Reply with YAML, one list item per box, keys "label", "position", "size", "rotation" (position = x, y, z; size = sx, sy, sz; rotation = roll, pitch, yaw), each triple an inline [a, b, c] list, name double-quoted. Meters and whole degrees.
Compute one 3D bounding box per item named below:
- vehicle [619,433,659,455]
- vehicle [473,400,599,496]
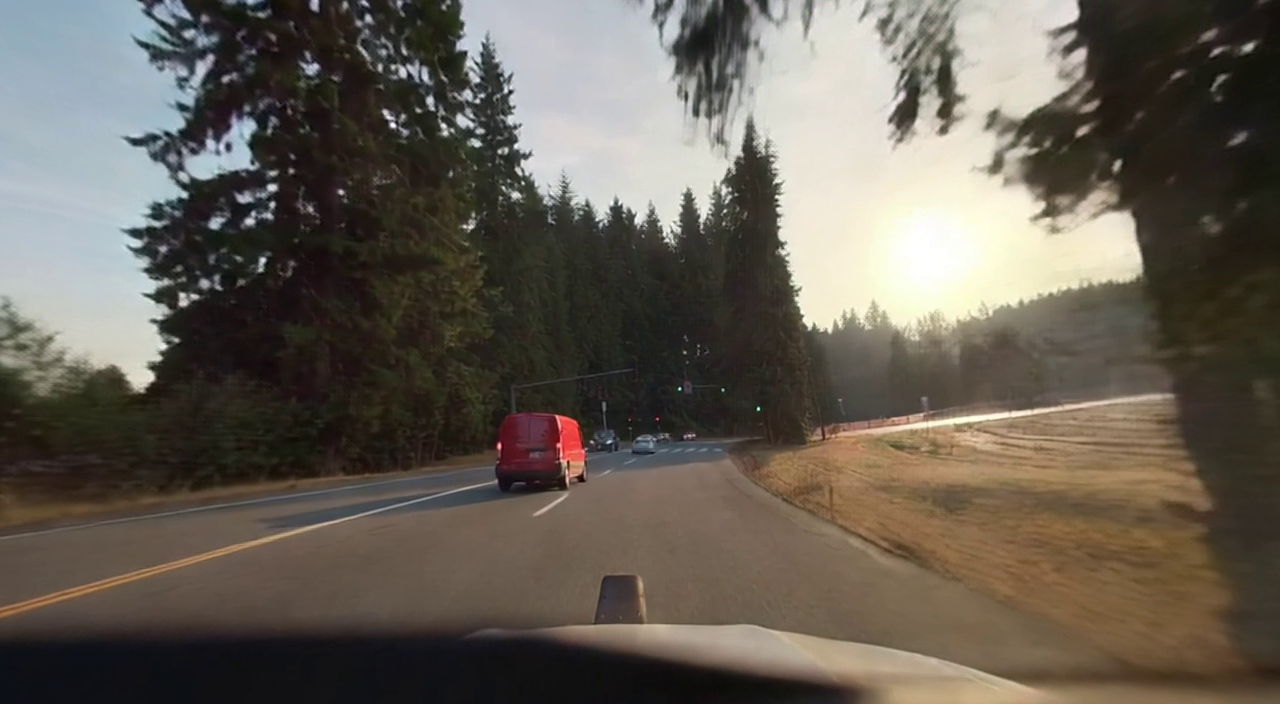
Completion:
- label: "vehicle"
  position: [0.006, 6.641, 45.292]
  size: [2.088, 1.484, 4.572]
  rotation: [-1, -8, 11]
- label: "vehicle"
  position: [-2.570, 2.595, 17.190]
  size: [2.362, 2.185, 5.212]
  rotation: [0, -8, 2]
